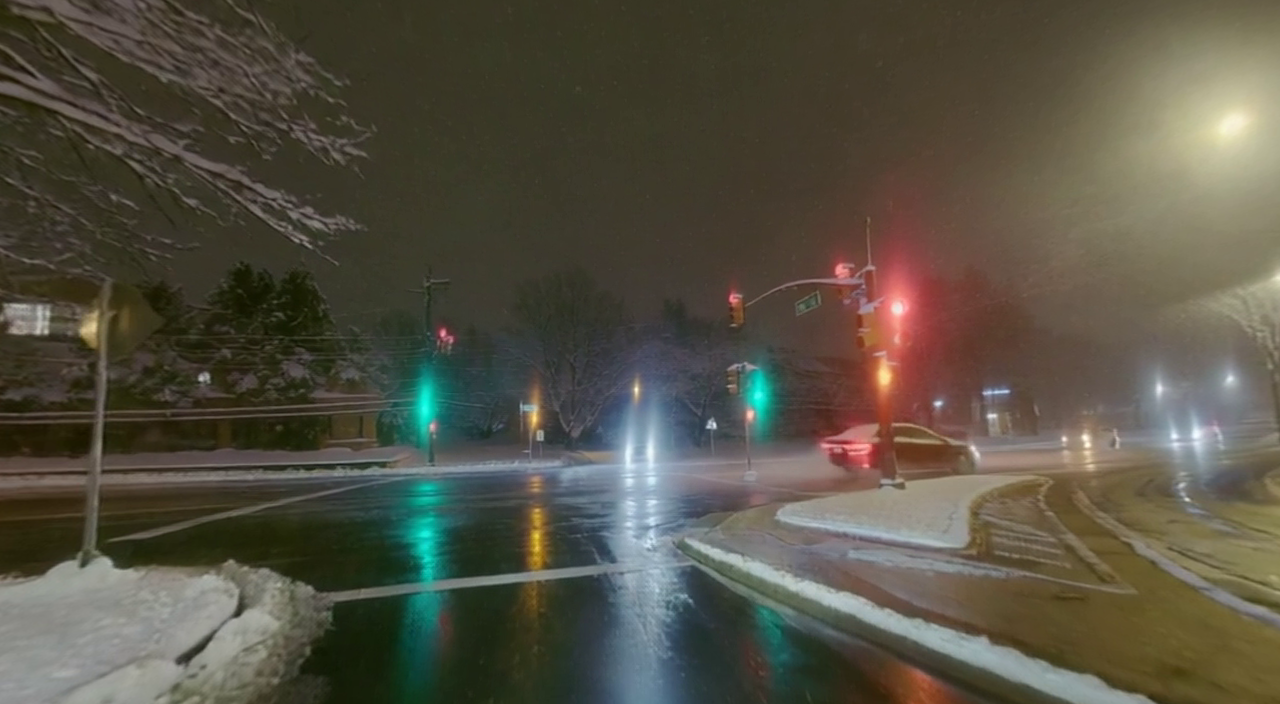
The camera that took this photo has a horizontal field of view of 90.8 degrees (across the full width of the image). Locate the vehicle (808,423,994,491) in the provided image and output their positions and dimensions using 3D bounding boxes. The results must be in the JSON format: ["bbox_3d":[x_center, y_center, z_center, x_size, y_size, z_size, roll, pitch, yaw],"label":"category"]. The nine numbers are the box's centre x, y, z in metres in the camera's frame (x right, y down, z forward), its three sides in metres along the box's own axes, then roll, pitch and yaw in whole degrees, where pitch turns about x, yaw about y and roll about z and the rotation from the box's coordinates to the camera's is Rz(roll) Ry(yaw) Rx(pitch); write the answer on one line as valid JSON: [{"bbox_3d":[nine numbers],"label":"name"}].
[{"bbox_3d":[6.985,2.759,16.916,4.545,1.602,2.014,4,-9,-26],"label":"vehicle"}]
